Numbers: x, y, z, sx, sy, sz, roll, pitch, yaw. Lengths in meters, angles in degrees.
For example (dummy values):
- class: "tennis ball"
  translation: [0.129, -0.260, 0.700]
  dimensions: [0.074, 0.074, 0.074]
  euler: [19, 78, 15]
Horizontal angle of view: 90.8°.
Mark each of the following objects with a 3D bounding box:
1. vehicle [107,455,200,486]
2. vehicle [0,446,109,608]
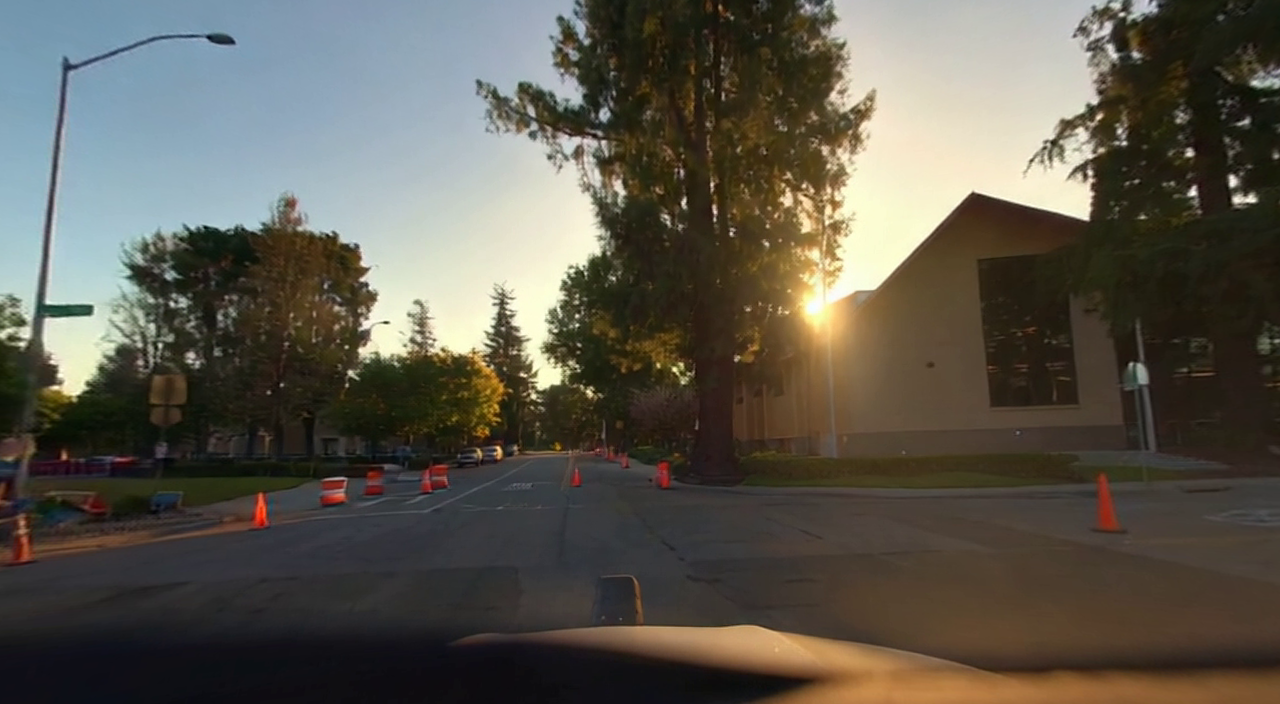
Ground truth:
- class: "vehicle"
  translation: [-25.204, 6.118, 32.928]
  dimensions: [1.771, 1.432, 4.363]
  euler: [1, -8, -8]
- class: "vehicle"
  translation: [-7.974, 1.501, 4.289]
  dimensions: [2.961, 1.701, 7.563]
  euler: [1, -8, -7]
